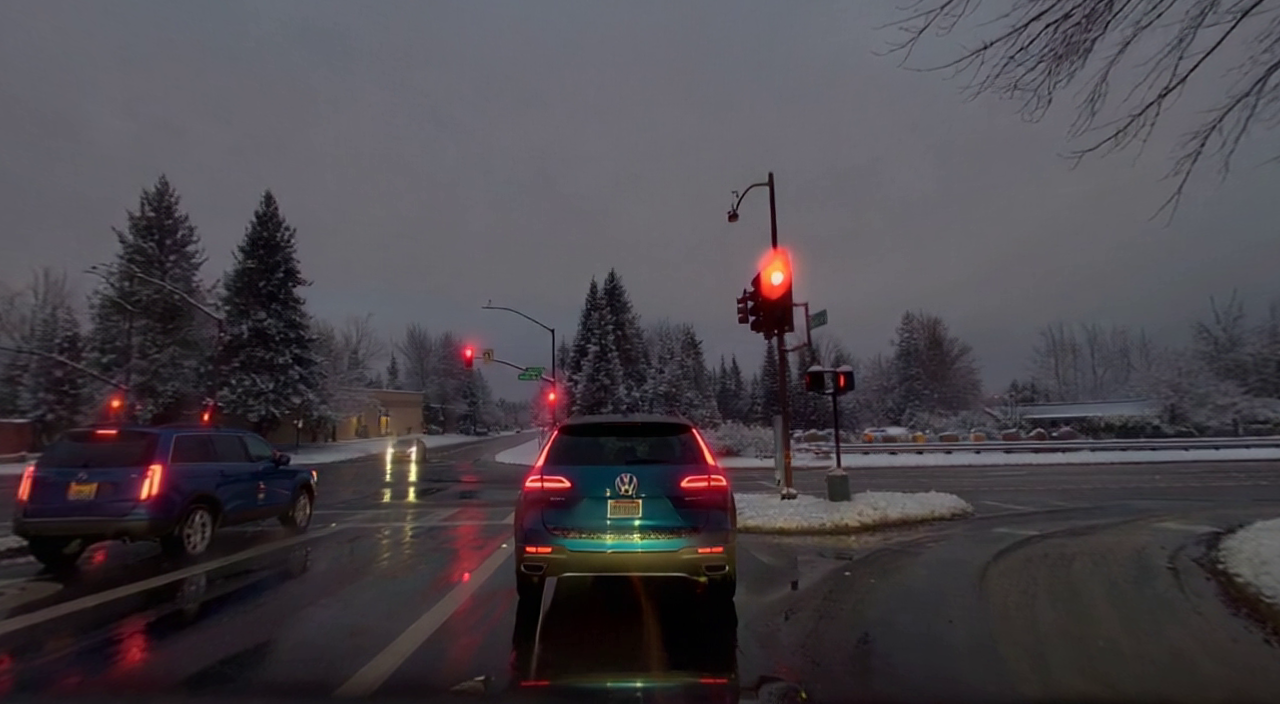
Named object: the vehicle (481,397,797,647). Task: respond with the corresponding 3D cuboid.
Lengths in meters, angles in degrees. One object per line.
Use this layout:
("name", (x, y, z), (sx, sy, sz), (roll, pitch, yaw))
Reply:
("vehicle", (-0.149, 1.461, 6.446), (2.154, 1.670, 4.140), (0, -9, -4))

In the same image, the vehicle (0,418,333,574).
("vehicle", (-6.396, 1.904, 9.113), (2.020, 1.695, 4.187), (1, -9, -5))
